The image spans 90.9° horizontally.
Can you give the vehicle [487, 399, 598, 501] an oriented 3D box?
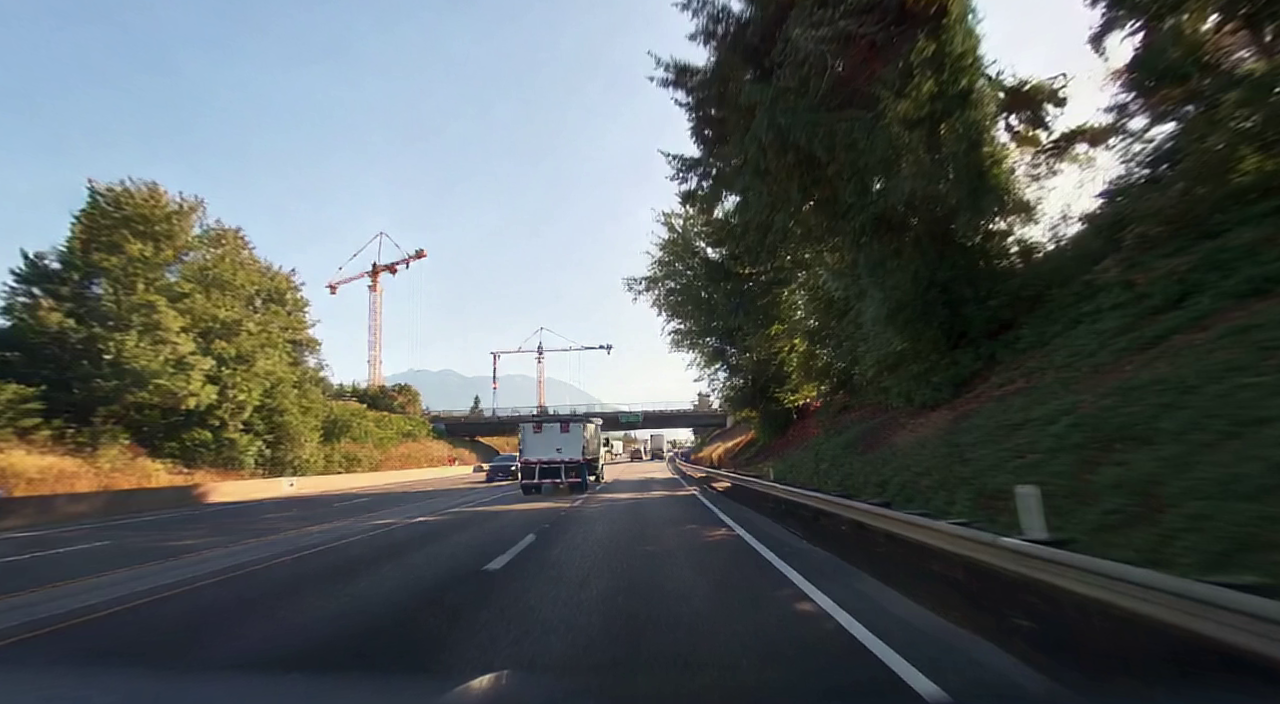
[{"bbox_3d":[-2.885,3.213,20.663,2.565,2.771,6.641,0,-9,0],"label":"vehicle"}]
